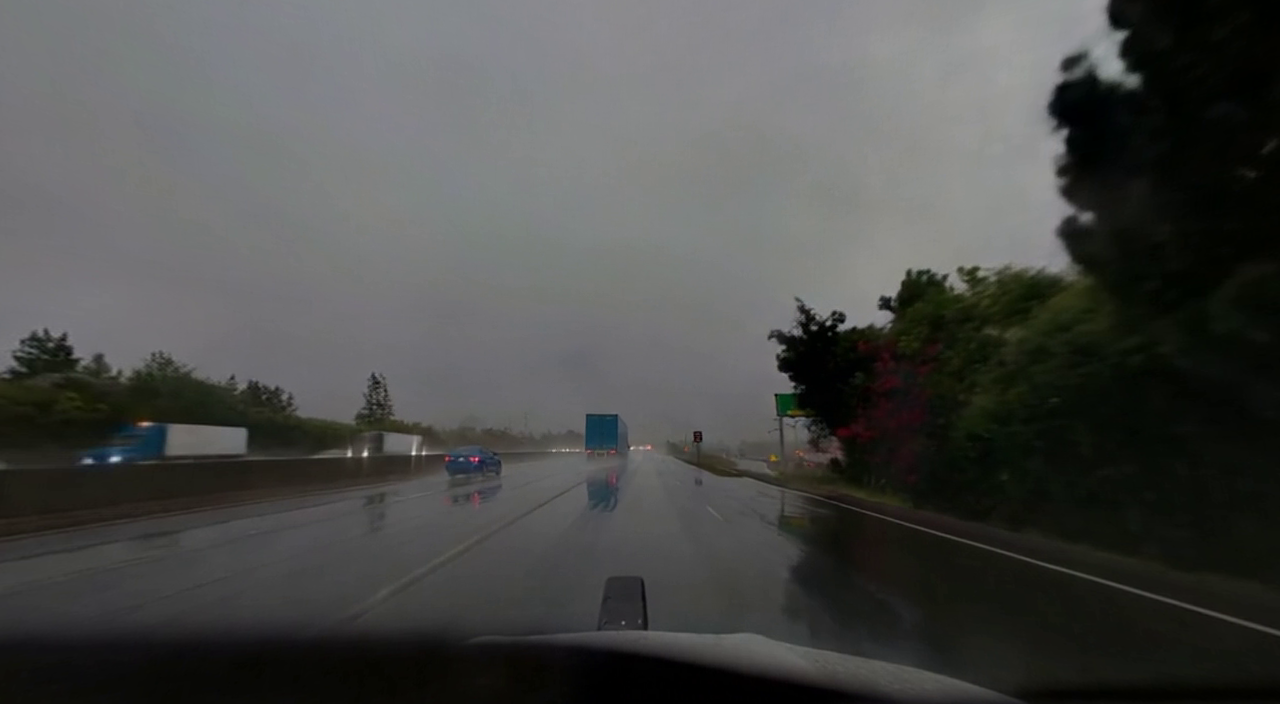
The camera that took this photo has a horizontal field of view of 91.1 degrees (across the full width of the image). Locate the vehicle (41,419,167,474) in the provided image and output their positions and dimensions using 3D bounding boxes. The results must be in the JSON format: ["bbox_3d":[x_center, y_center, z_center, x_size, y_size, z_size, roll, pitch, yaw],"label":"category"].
[{"bbox_3d":[-36.571,6.481,43.228,2.853,3.453,6.411,0,-8,0],"label":"vehicle"}]

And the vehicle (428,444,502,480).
[{"bbox_3d":[-7.675,4.843,28.046,1.901,1.467,4.629,0,-9,1],"label":"vehicle"}]
